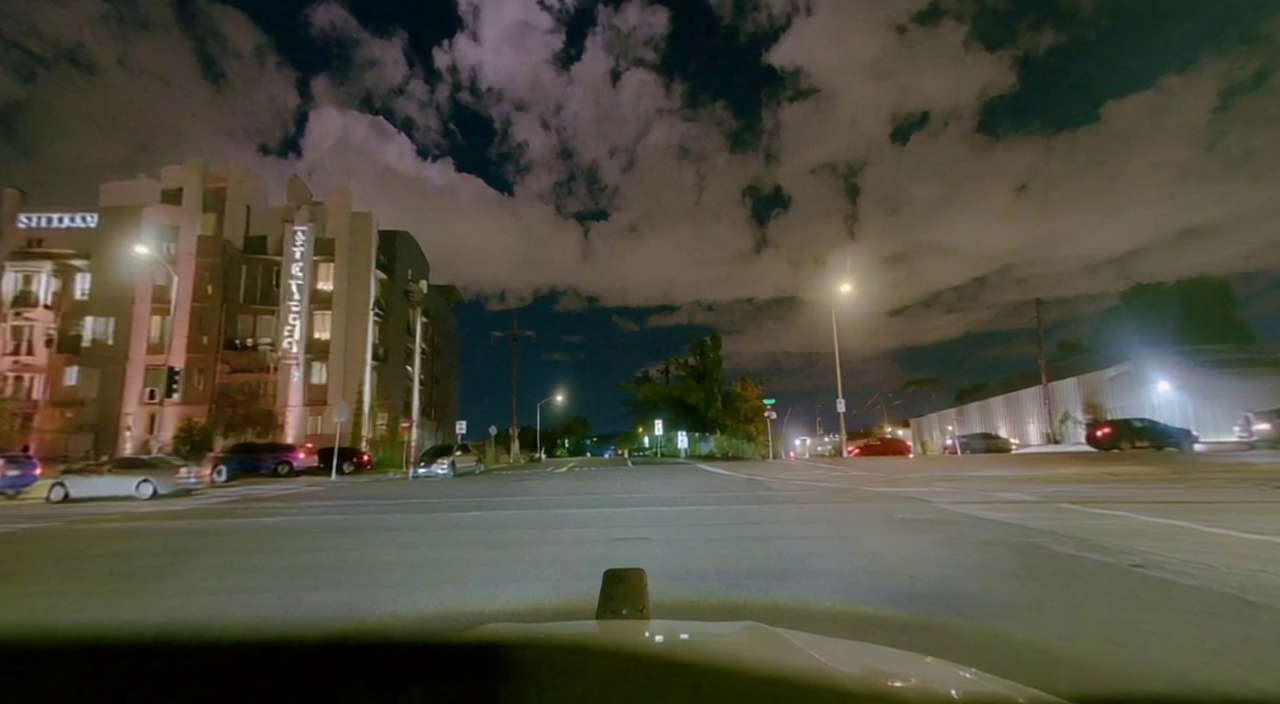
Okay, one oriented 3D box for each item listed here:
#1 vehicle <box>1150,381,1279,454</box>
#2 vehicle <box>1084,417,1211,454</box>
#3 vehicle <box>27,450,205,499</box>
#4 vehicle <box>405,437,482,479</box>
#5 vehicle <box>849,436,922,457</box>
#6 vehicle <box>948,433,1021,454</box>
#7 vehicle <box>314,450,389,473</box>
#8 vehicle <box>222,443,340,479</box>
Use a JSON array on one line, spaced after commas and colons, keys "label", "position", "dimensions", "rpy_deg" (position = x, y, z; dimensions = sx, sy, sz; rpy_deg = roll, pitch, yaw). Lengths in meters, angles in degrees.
[{"label": "vehicle", "position": [33.185, 3.463, 32.990], "dimensions": [10.986, 3.604, 2.707], "rpy_deg": [0, -9, -6]}, {"label": "vehicle", "position": [28.933, 4.753, 36.062], "dimensions": [5.277, 2.032, 2.408], "rpy_deg": [1, -7, -4]}, {"label": "vehicle", "position": [-16.551, 3.859, 20.018], "dimensions": [4.233, 1.432, 1.755], "rpy_deg": [-1, -9, 5]}, {"label": "vehicle", "position": [-8.619, 4.651, 28.130], "dimensions": [2.156, 1.620, 4.945], "rpy_deg": [0, -7, -4]}, {"label": "vehicle", "position": [18.009, 6.918, 46.384], "dimensions": [4.528, 1.458, 1.939], "rpy_deg": [1, -7, -4]}, {"label": "vehicle", "position": [25.594, 6.783, 46.852], "dimensions": [4.323, 1.507, 1.896], "rpy_deg": [0, -8, -4]}, {"label": "vehicle", "position": [-20.141, 7.638, 44.165], "dimensions": [4.277, 1.527, 1.987], "rpy_deg": [0, -8, -3]}, {"label": "vehicle", "position": [-17.670, 5.345, 31.264], "dimensions": [2.010, 1.583, 4.582], "rpy_deg": [-6, -10, 34]}]
